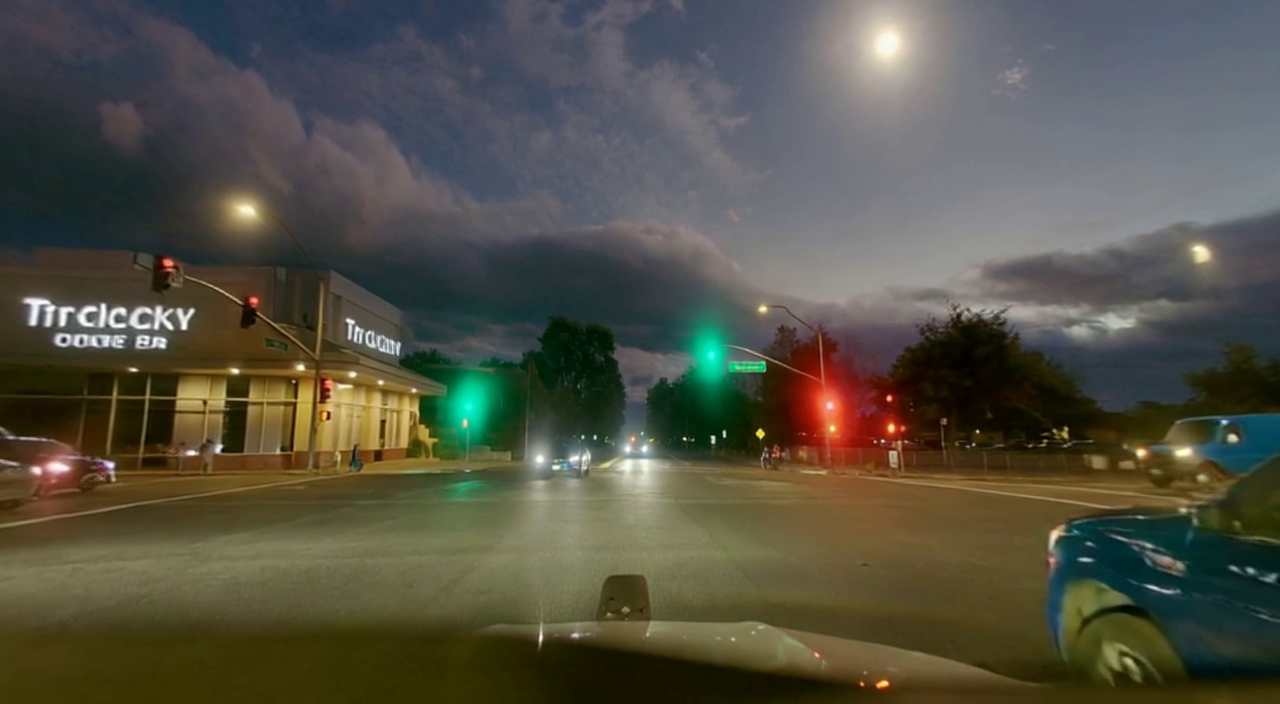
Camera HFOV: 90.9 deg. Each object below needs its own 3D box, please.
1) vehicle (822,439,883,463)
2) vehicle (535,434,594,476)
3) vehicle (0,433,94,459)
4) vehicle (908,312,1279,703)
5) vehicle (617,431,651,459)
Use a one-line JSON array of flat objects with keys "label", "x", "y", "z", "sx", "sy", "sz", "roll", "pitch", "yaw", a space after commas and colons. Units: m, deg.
[{"label": "vehicle", "x": 15.108, "y": 7.027, "z": 44.979, "sx": 1.924, "sy": 1.579, "sz": 4.084, "roll": 3, "pitch": -9, "yaw": -20}, {"label": "vehicle", "x": -3.148, "y": 4.393, "z": 27.220, "sx": 1.961, "sy": 1.658, "sz": 4.064, "roll": 0, "pitch": -8, "yaw": 1}, {"label": "vehicle", "x": -36.464, "y": 5.697, "z": 38.198, "sx": 4.671, "sy": 1.543, "sz": 1.846, "roll": 4, "pitch": -9, "yaw": -27}, {"label": "vehicle", "x": 2.864, "y": 0.772, "z": 1.913, "sx": 2.048, "sy": 1.725, "sz": 4.754, "roll": 0, "pitch": -8, "yaw": 1}, {"label": "vehicle", "x": -0.469, "y": 6.795, "z": 46.121, "sx": 2.390, "sy": 1.948, "sz": 5.344, "roll": 0, "pitch": -8, "yaw": -1}]
